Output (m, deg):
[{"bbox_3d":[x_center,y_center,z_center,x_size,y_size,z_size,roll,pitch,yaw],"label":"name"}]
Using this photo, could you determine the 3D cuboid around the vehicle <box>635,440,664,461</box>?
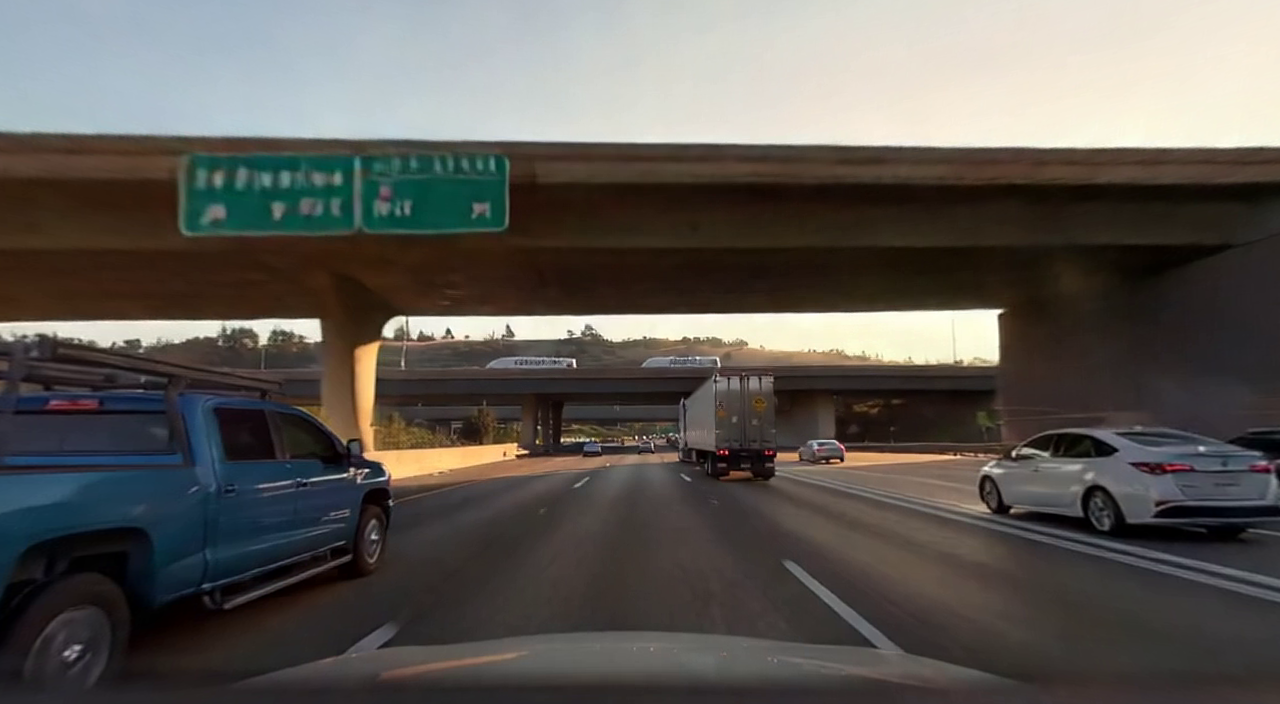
[{"bbox_3d":[0.654,7.369,47.306,2.092,1.446,4.092,0,-8,0],"label":"vehicle"}]

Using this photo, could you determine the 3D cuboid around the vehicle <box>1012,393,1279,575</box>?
[{"bbox_3d":[7.050,1.526,7.844,1.999,1.700,4.640,0,-8,0],"label":"vehicle"}]

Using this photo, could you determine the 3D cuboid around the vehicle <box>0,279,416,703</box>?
[{"bbox_3d":[-3.975,0.974,4.244,2.599,2.054,6.288,0,-8,0],"label":"vehicle"}]

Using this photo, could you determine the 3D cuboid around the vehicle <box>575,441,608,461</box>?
[{"bbox_3d":[-3.517,7.264,46.385,2.077,1.446,4.106,0,-8,0],"label":"vehicle"}]

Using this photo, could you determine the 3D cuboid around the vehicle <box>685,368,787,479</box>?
[{"bbox_3d":[3.967,3.557,29.595,2.885,4.036,12.891,0,-8,0],"label":"vehicle"}]
